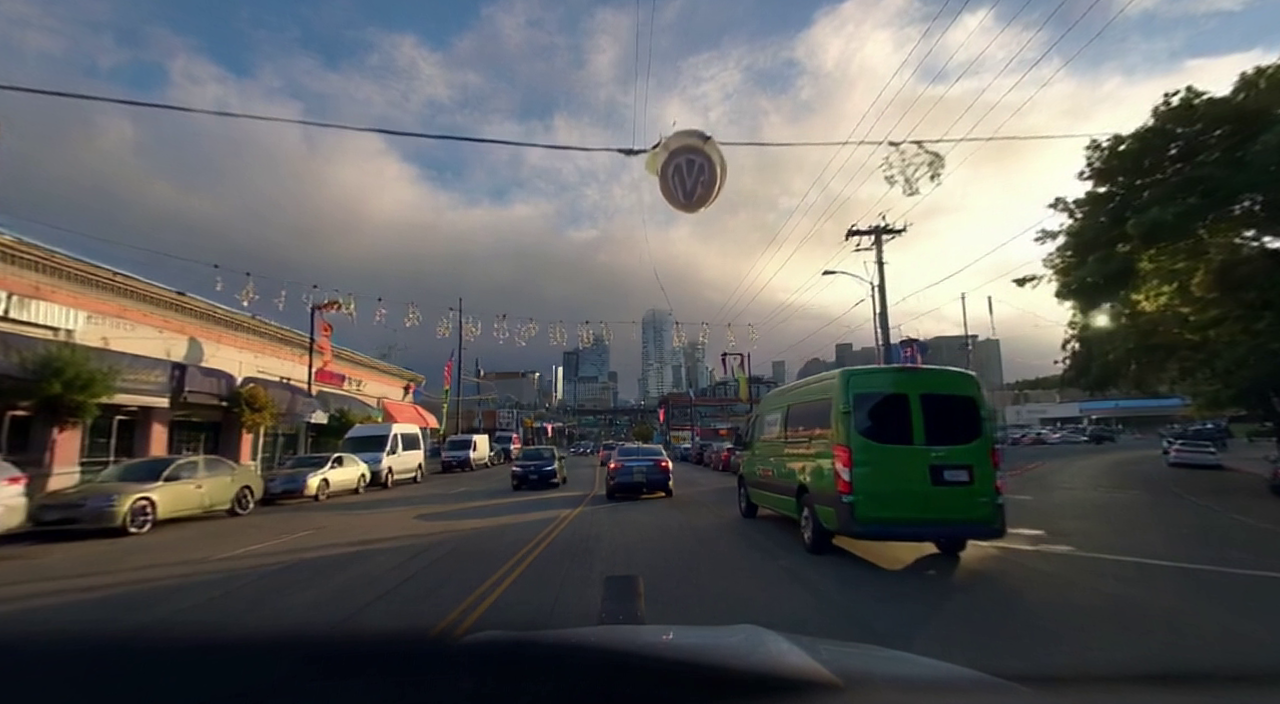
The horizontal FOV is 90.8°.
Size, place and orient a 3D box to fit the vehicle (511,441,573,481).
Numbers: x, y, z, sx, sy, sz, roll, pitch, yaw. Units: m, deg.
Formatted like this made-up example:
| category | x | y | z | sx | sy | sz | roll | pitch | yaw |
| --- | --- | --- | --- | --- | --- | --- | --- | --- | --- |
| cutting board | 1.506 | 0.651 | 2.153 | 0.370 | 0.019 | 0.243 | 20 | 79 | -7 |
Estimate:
| category | x | y | z | sx | sy | sz | roll | pitch | yaw |
| --- | --- | --- | --- | --- | --- | --- | --- | --- | --- |
| vehicle | -3.912 | 4.425 | 25.914 | 1.974 | 1.484 | 4.400 | 0 | -8 | -2 |

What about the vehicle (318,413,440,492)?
| category | x | y | z | sx | sy | sz | roll | pitch | yaw |
| --- | --- | --- | --- | --- | --- | --- | --- | --- | --- |
| vehicle | -9.965 | 3.897 | 24.831 | 2.398 | 2.723 | 5.816 | 0 | -8 | -2 |

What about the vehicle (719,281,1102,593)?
| category | x | y | z | sx | sy | sz | roll | pitch | yaw |
| --- | --- | --- | --- | --- | --- | --- | --- | --- | --- |
| vehicle | 2.953 | 1.267 | 9.436 | 2.419 | 2.927 | 6.907 | 0 | -8 | -2 |

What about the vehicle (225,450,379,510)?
| category | x | y | z | sx | sy | sz | roll | pitch | yaw |
| --- | --- | --- | --- | --- | --- | --- | --- | --- | --- |
| vehicle | -9.686 | 3.662 | 18.669 | 2.063 | 1.481 | 4.722 | 0 | -8 | -2 |

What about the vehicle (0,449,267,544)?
| category | x | y | z | sx | sy | sz | roll | pitch | yaw |
| --- | --- | --- | --- | --- | --- | --- | --- | --- | --- |
| vehicle | -9.760 | 2.727 | 12.656 | 1.848 | 1.517 | 4.452 | 0 | -8 | 0 |

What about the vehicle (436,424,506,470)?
| category | x | y | z | sx | sy | sz | roll | pitch | yaw |
| --- | --- | --- | --- | --- | --- | --- | --- | --- | --- |
| vehicle | -10.212 | 5.835 | 38.925 | 2.964 | 2.597 | 6.437 | 1 | -8 | -5 |

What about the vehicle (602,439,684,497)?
| category | x | y | z | sx | sy | sz | roll | pitch | yaw |
| --- | --- | --- | --- | --- | --- | --- | --- | --- | --- |
| vehicle | 0.058 | 3.303 | 18.471 | 2.112 | 1.464 | 4.411 | 0 | -8 | 0 |
